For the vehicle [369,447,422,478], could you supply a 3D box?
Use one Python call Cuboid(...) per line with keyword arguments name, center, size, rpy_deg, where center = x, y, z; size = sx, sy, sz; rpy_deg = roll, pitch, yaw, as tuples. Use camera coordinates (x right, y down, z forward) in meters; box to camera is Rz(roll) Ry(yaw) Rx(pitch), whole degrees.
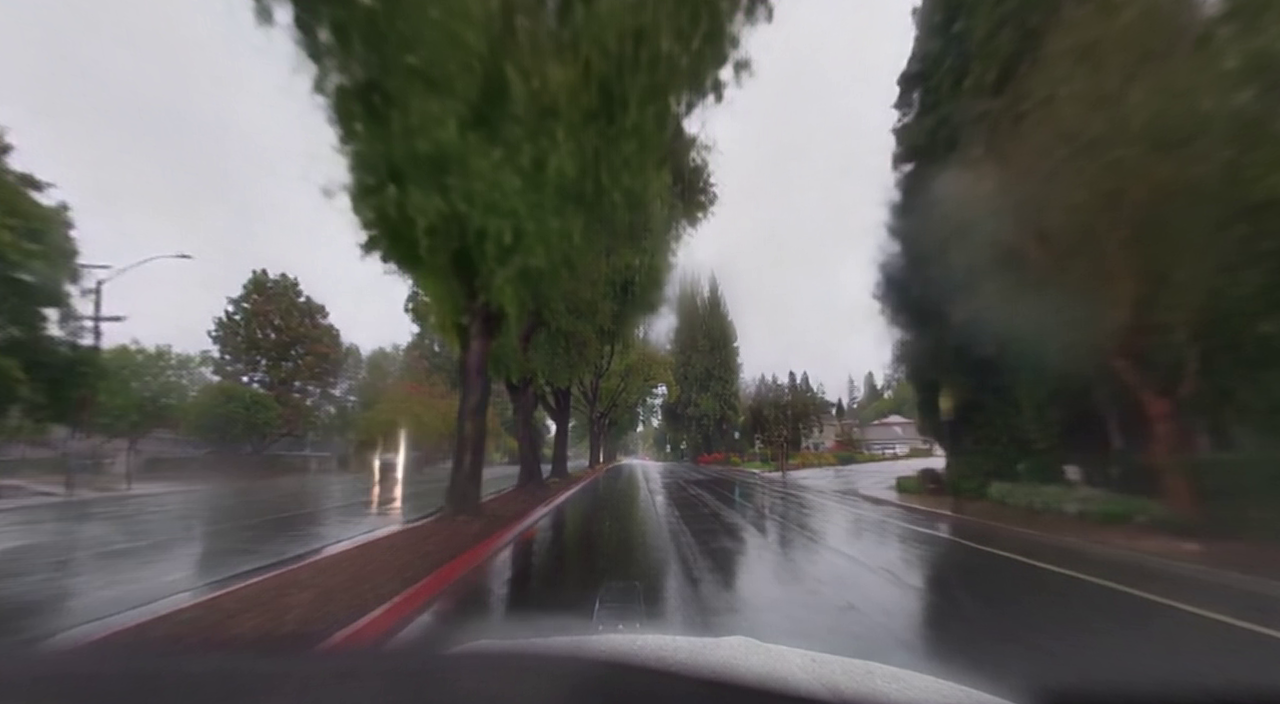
Cuboid(name="vehicle", center=(-12.690, 5.746, 33.068), size=(2.068, 1.502, 4.643), rpy_deg=(2, -10, -15))
